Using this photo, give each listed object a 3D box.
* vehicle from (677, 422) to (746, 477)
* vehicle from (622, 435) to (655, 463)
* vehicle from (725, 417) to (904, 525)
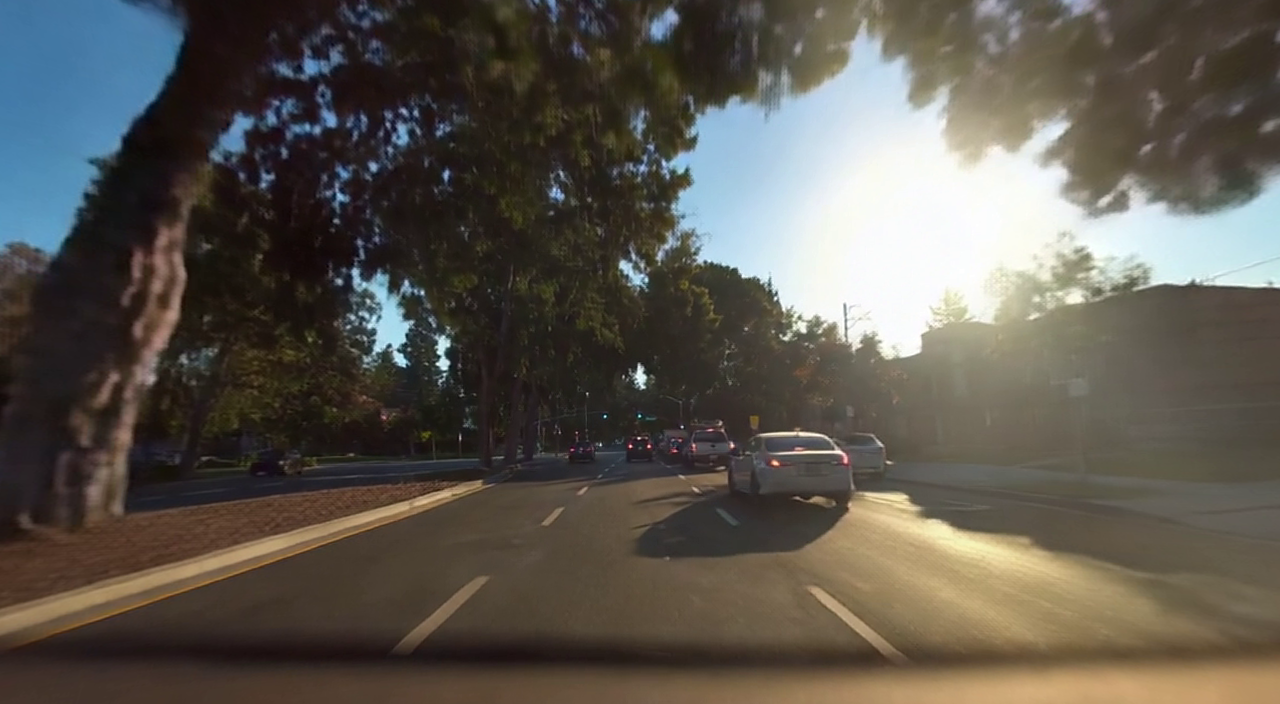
[{"bbox_3d":[2.911,4.196,27.272,2.268,2.090,6.113,0,-8,0],"label":"vehicle"},{"bbox_3d":[-0.087,6.305,41.042,2.052,1.693,4.554,0,-8,0],"label":"vehicle"},{"bbox_3d":[3.078,2.226,12.376,2.041,1.688,4.717,0,-8,-2],"label":"vehicle"}]
